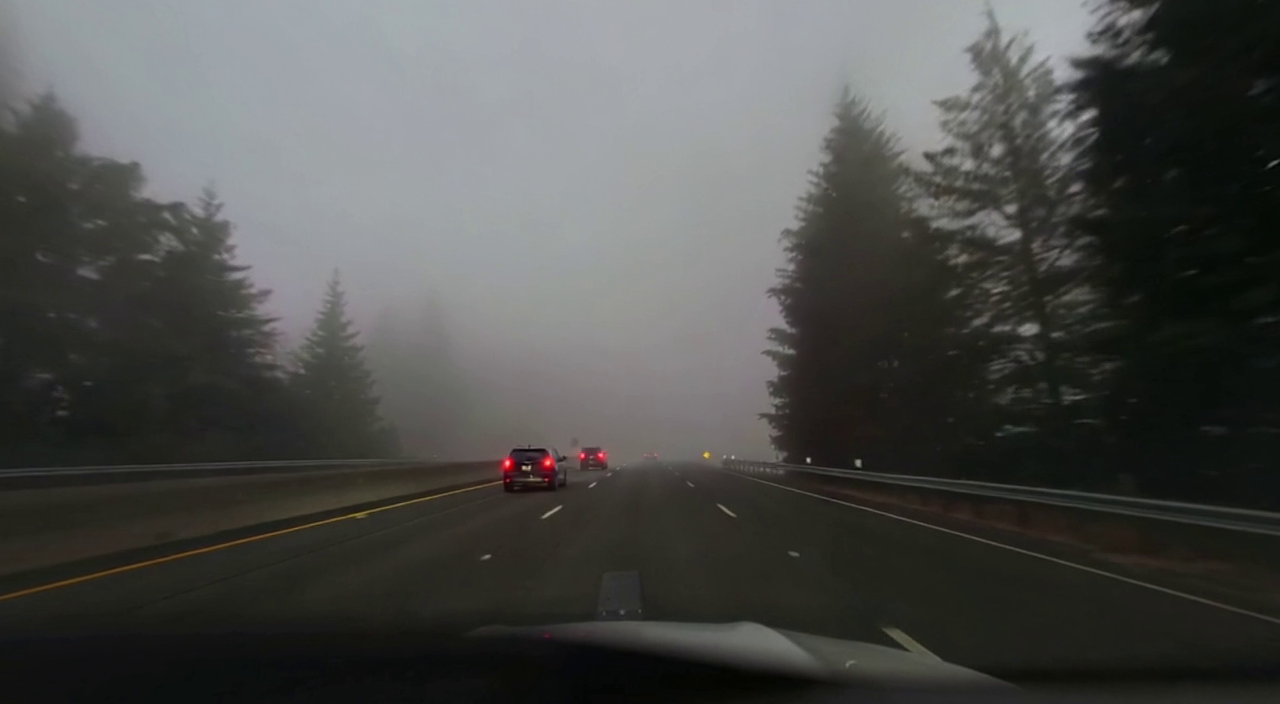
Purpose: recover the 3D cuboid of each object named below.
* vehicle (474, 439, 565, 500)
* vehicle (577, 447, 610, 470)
[{"bbox_3d":[-3.476,3.467,19.001,1.846,1.600,4.108,0,-9,1],"label":"vehicle"},{"bbox_3d":[-3.307,7.624,45.384,1.996,1.565,4.159,0,-9,1],"label":"vehicle"}]
